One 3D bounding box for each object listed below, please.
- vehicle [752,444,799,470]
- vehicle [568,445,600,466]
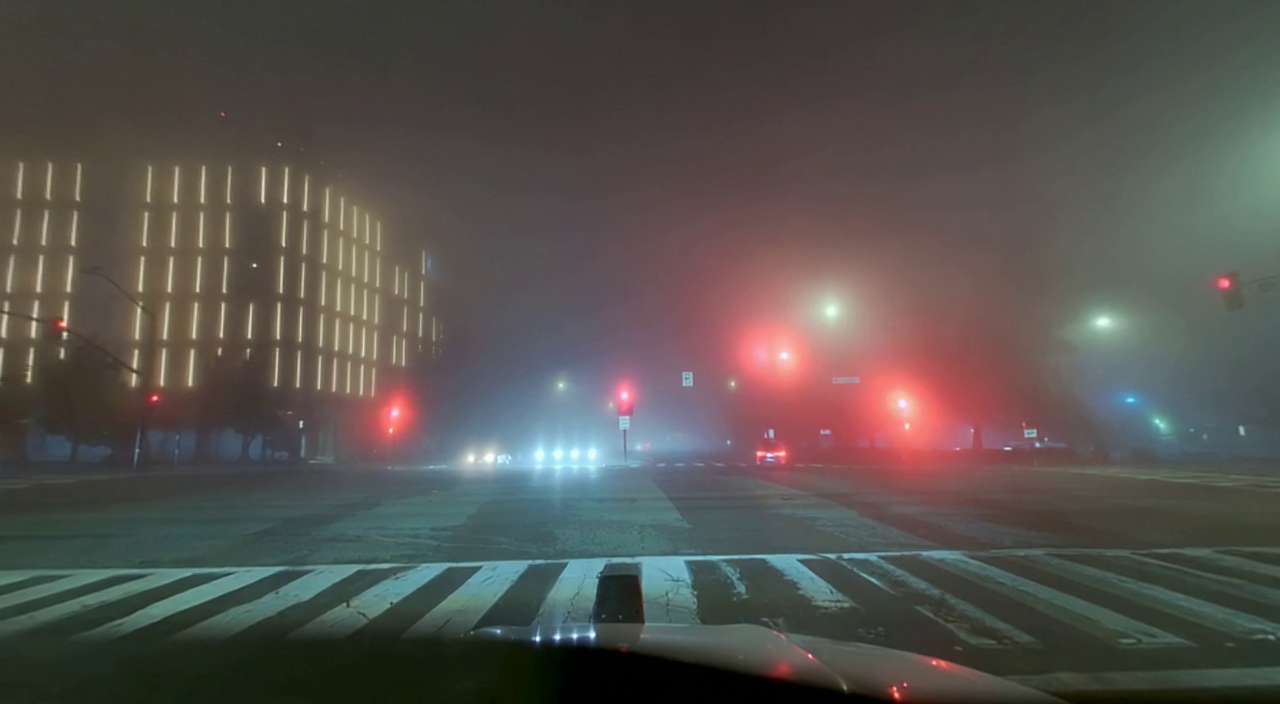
[{"bbox_3d":[8.113,6.201,37.485,2.043,1.454,4.424,-3,-9,21],"label":"vehicle"},{"bbox_3d":[-4.346,8.126,49.751,2.130,1.613,4.121,0,-8,0],"label":"vehicle"}]
